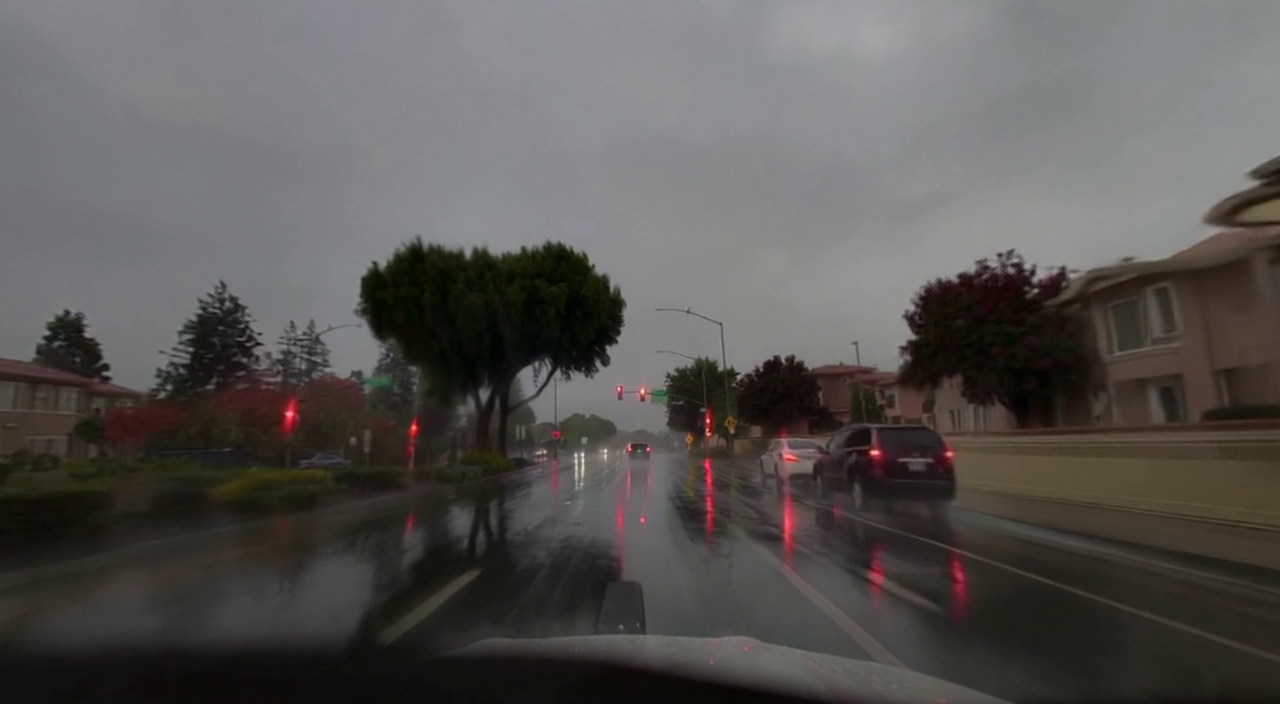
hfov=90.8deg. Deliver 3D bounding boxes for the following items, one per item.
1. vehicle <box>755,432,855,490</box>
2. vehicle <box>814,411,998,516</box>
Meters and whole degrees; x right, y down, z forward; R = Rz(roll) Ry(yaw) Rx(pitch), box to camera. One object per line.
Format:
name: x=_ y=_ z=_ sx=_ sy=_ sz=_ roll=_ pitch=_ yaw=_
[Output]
vehicle: x=5.389 y=3.660 z=21.434 sx=2.070 sy=1.710 sz=4.964 roll=0 pitch=-9 yaw=0
vehicle: x=5.629 y=2.432 z=14.250 sx=2.008 sy=1.930 sz=4.919 roll=0 pitch=-8 yaw=1
